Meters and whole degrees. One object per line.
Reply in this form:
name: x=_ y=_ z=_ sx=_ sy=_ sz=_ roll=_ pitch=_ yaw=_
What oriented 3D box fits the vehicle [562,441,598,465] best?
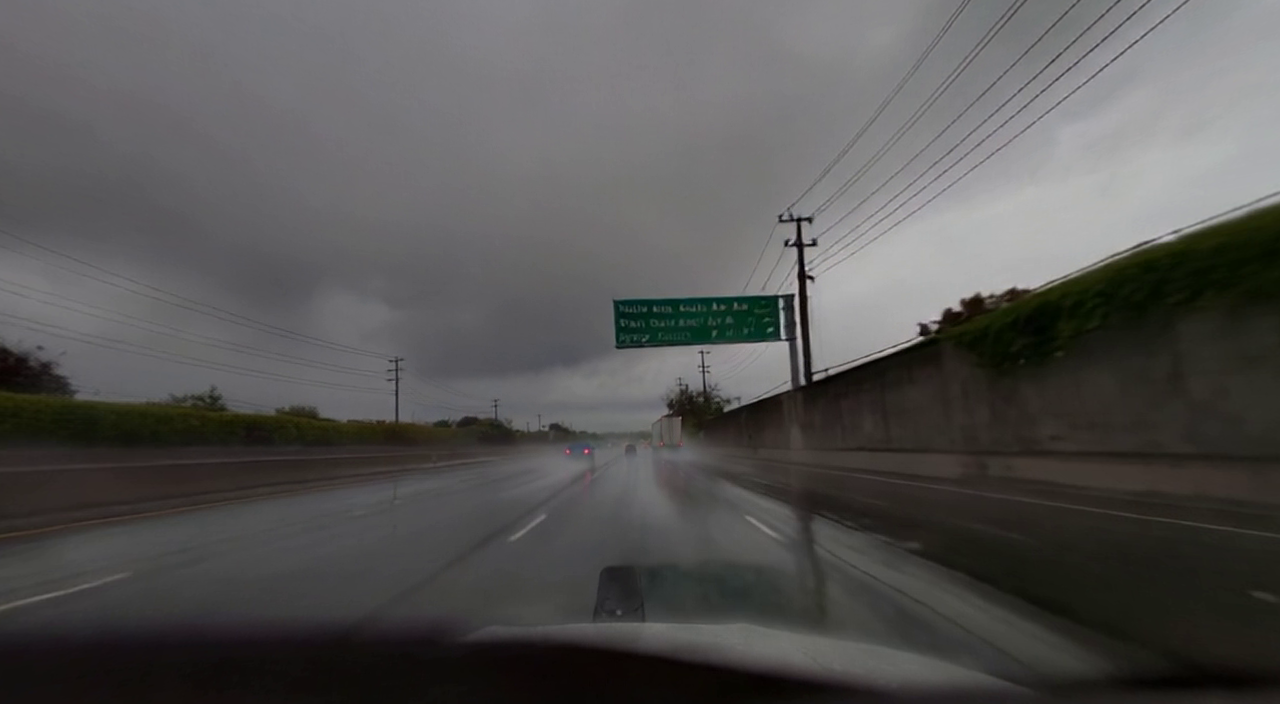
vehicle: x=-3.970 y=6.770 z=42.396 sx=2.009 sy=1.533 sz=4.175 roll=0 pitch=-9 yaw=0
